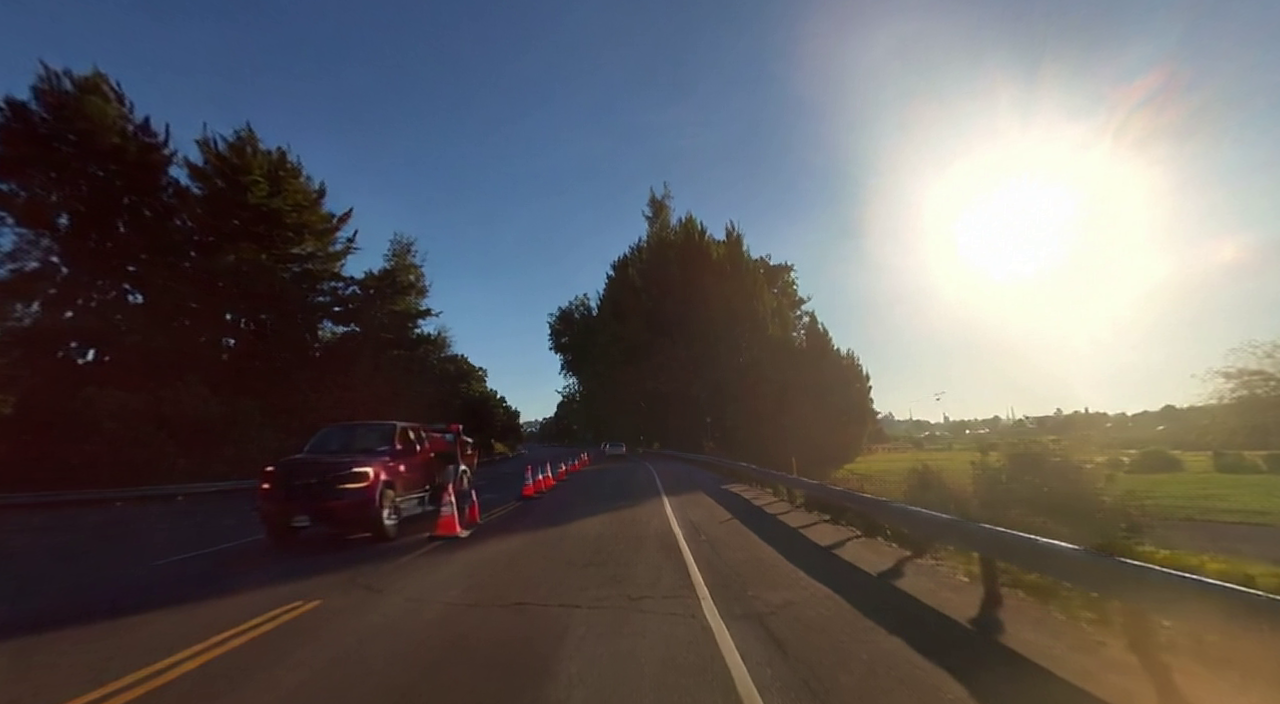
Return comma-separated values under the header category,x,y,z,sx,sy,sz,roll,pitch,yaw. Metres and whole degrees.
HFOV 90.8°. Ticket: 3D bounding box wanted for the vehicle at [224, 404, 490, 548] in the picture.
category,x,y,z,sx,sy,sz,roll,pitch,yaw
vehicle,-4.522,2.080,11.425,2.128,1.944,5.555,0,-8,1
